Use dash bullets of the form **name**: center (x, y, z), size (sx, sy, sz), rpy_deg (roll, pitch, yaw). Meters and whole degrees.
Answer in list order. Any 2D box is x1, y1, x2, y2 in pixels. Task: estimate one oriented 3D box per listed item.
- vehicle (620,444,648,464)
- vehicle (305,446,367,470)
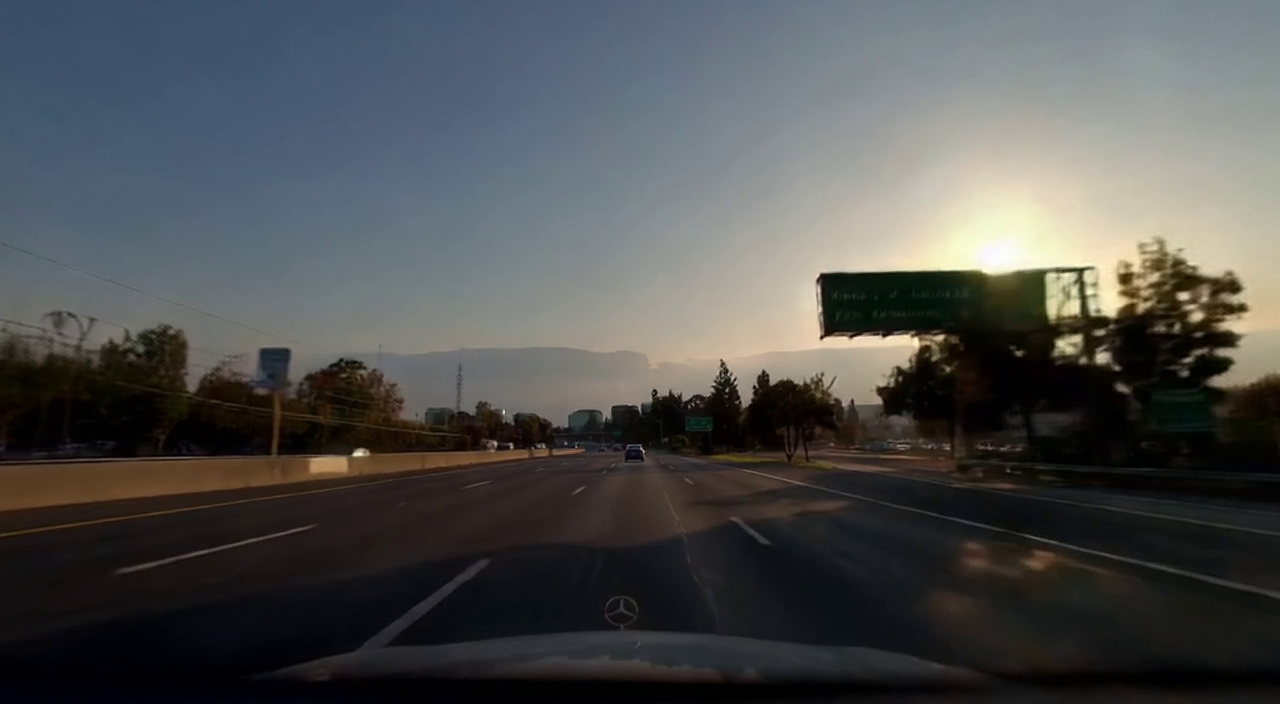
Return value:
- **vehicle**: center (-0.454, 7.818, 48.565), size (2.025, 1.460, 4.189), rpy_deg (0, -8, -1)
- **vehicle**: center (-21.076, 7.339, 44.031), size (1.959, 1.530, 4.569), rpy_deg (0, -8, 1)
